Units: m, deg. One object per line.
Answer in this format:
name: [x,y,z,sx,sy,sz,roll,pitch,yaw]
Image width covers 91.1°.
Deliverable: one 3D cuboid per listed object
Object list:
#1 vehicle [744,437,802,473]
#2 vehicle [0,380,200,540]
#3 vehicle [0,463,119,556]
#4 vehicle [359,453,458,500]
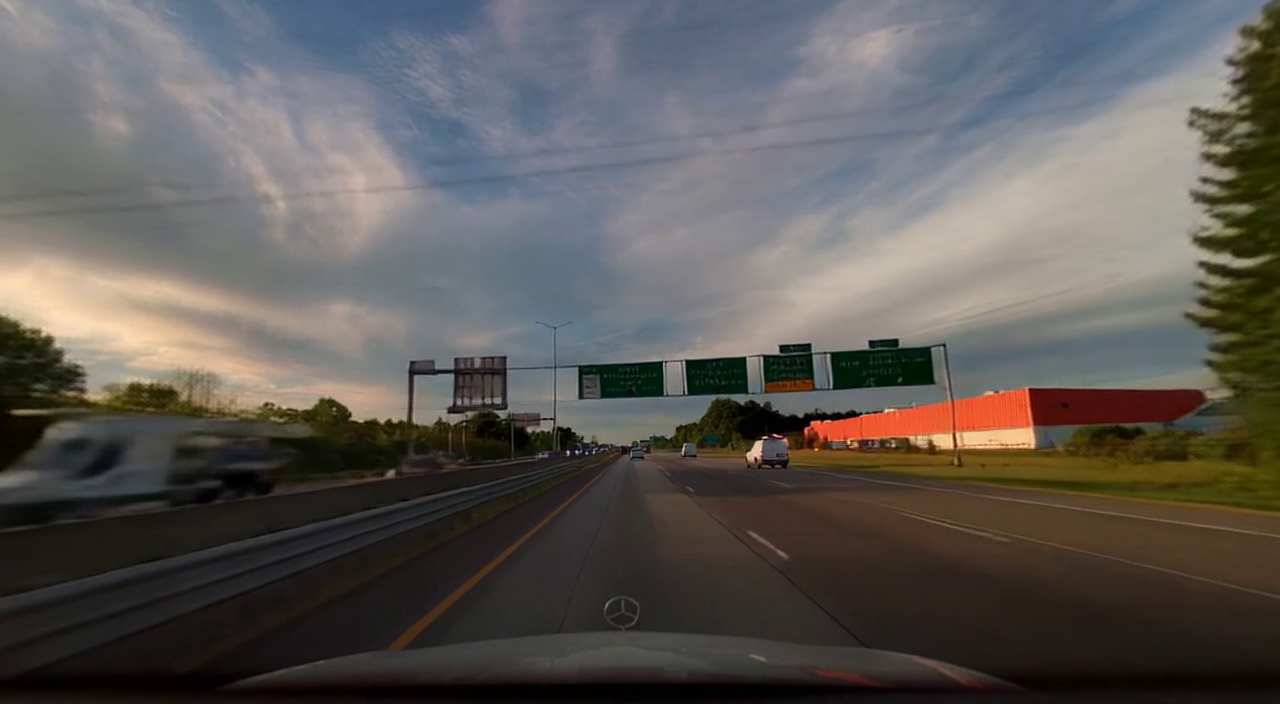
vehicle: [7.582,5.933,36.374,2.156,1.943,5.010,0,-9,-1]
vehicle: [-15.813,2.896,17.301,2.948,3.616,5.901,0,-9,0]
vehicle: [-11.780,2.719,10.725,1.875,1.508,4.592,0,-9,-1]
vehicle: [-8.297,4.468,22.973,1.966,1.472,4.414,0,-9,0]
